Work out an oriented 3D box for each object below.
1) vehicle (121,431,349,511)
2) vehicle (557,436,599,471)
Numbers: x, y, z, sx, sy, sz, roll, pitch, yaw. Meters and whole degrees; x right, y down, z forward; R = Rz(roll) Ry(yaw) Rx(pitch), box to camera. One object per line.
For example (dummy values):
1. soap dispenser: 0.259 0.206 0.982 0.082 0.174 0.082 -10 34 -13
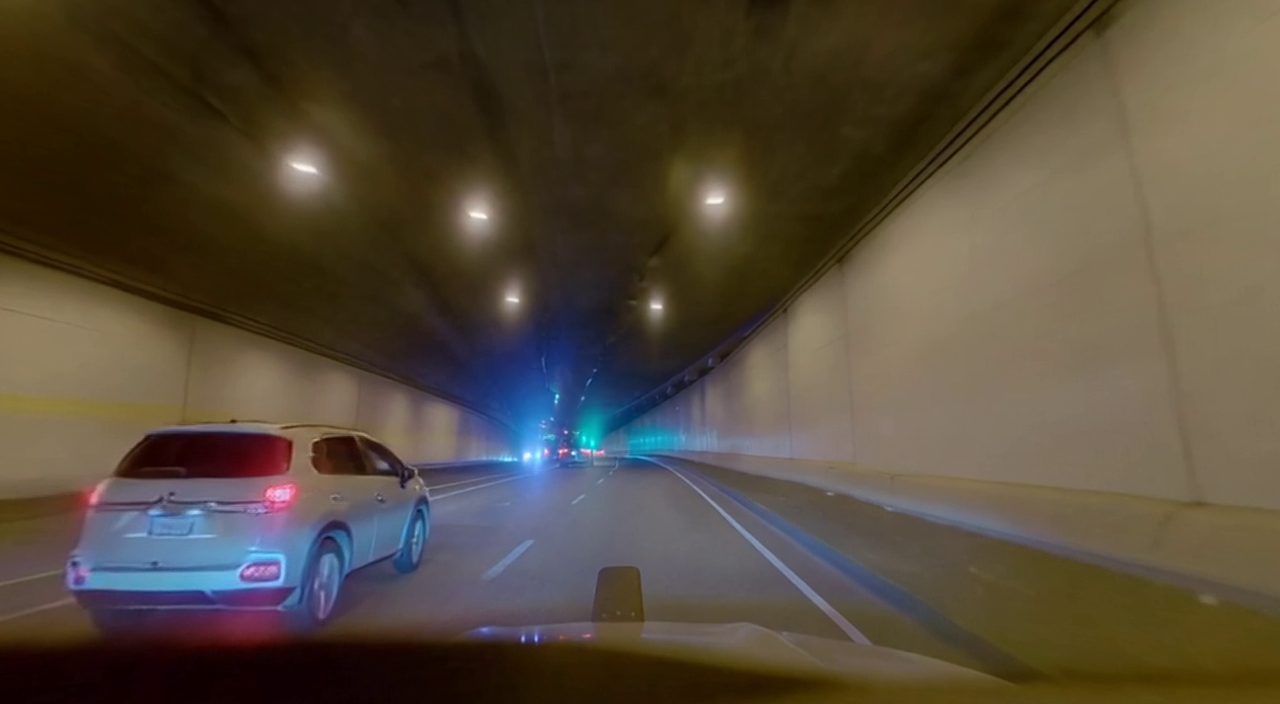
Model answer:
1. vehicle: -8.351 2.485 13.687 1.963 1.414 4.567 0 -8 -1
2. vehicle: -3.323 5.540 34.613 1.961 1.725 4.315 0 -8 -1
